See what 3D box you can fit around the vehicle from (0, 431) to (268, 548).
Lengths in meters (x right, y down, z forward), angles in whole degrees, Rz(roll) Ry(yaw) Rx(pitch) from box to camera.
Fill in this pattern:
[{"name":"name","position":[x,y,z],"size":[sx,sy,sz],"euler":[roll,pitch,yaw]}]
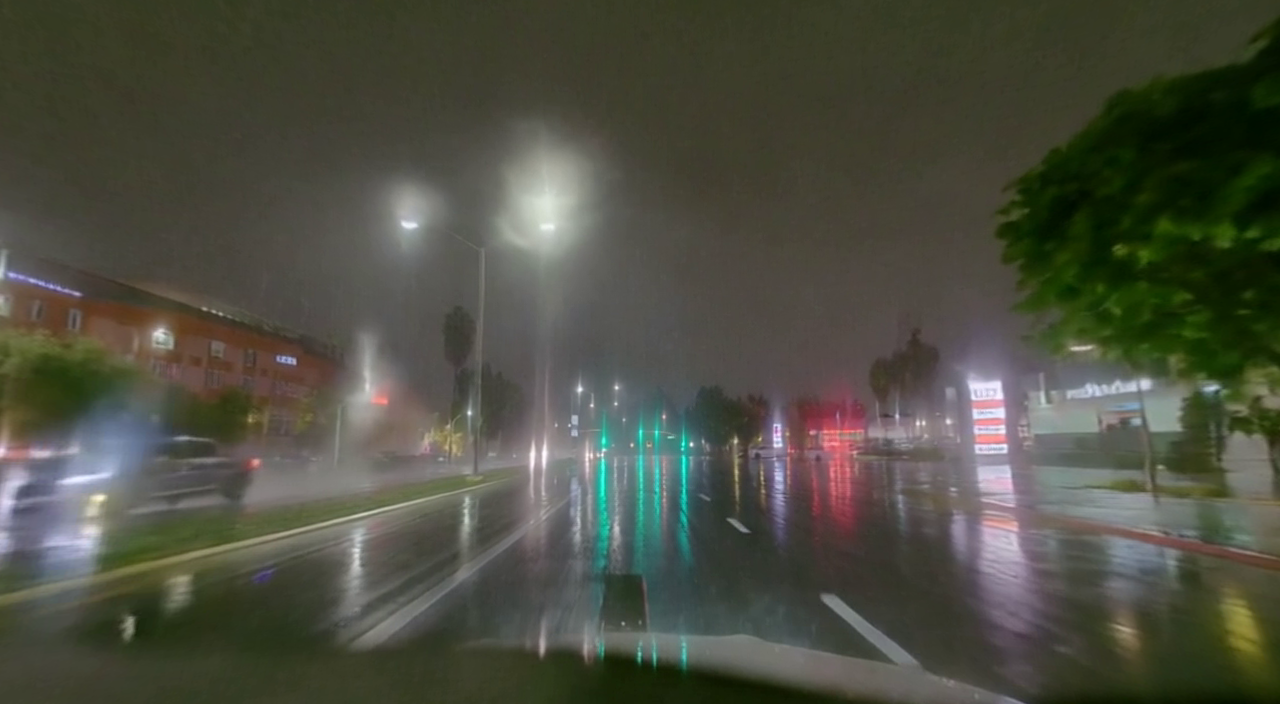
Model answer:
[{"name":"vehicle","position":[-8.828,2.205,10.817],"size":[1.961,1.559,4.480],"euler":[-1,-9,2]}]
